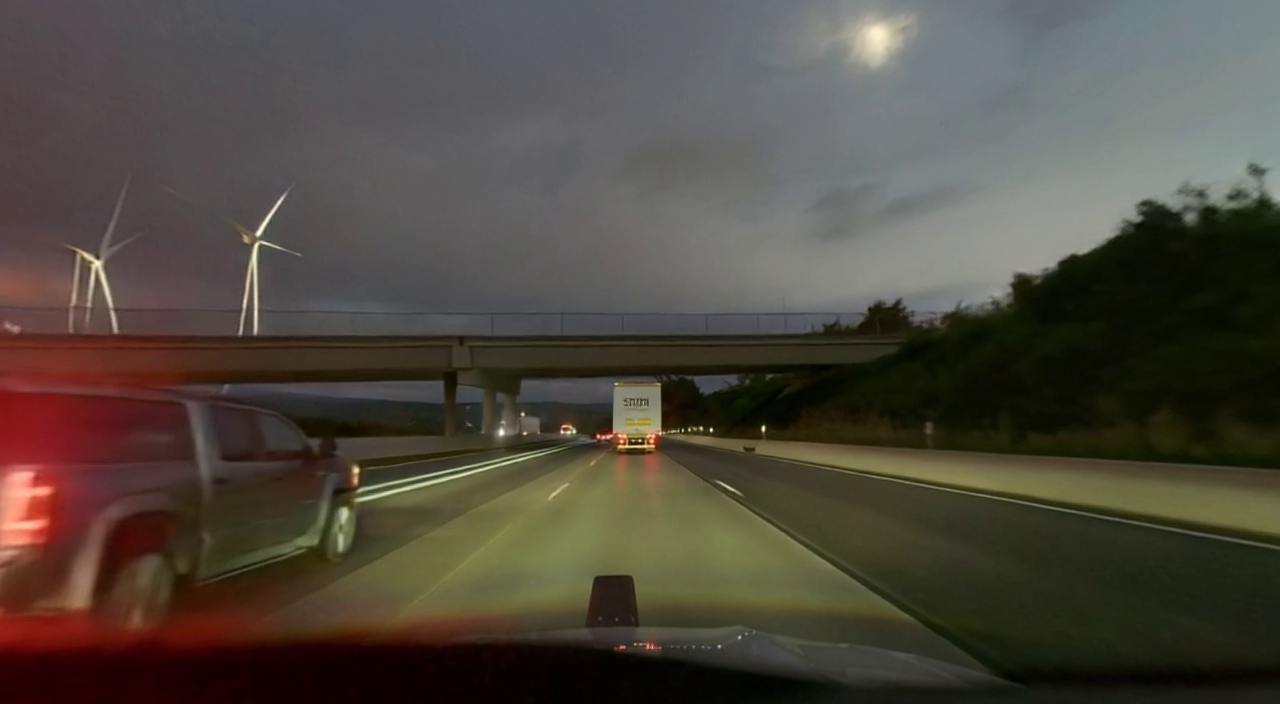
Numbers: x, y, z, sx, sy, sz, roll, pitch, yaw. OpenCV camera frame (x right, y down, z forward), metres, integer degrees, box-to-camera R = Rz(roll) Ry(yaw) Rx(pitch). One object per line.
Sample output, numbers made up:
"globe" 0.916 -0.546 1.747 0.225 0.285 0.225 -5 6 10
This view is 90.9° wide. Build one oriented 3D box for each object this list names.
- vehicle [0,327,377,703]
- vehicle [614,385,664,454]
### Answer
"vehicle" -3.671 0.902 3.680 2.167 1.686 4.946 0 -8 -1
"vehicle" -0.207 4.749 42.783 2.906 3.990 12.551 0 -8 -1
